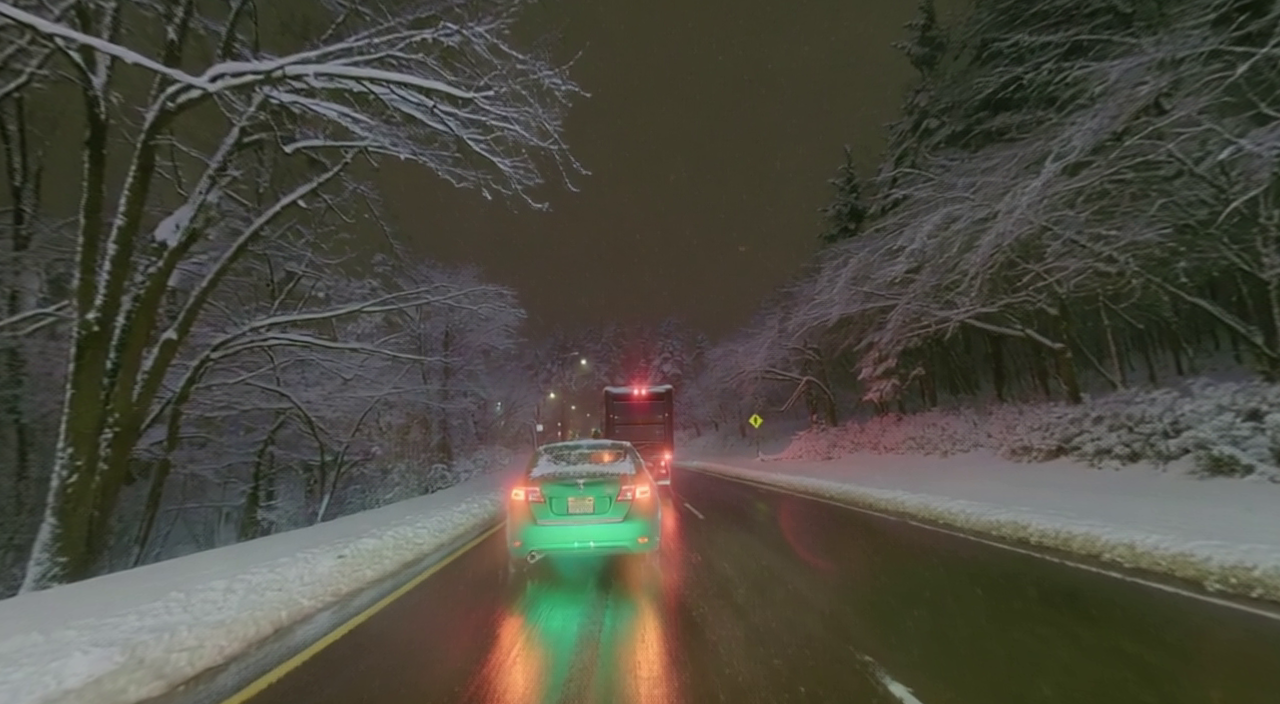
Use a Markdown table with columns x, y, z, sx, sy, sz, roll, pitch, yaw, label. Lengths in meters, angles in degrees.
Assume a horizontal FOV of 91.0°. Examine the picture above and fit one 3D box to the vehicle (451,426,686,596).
| x | y | z | sx | sy | sz | roll | pitch | yaw | label |
| --- | --- | --- | --- | --- | --- | --- | --- | --- | --- |
| -0.619 | 1.718 | 7.675 | 2.076 | 1.490 | 4.078 | 0 | -9 | 0 | vehicle |
